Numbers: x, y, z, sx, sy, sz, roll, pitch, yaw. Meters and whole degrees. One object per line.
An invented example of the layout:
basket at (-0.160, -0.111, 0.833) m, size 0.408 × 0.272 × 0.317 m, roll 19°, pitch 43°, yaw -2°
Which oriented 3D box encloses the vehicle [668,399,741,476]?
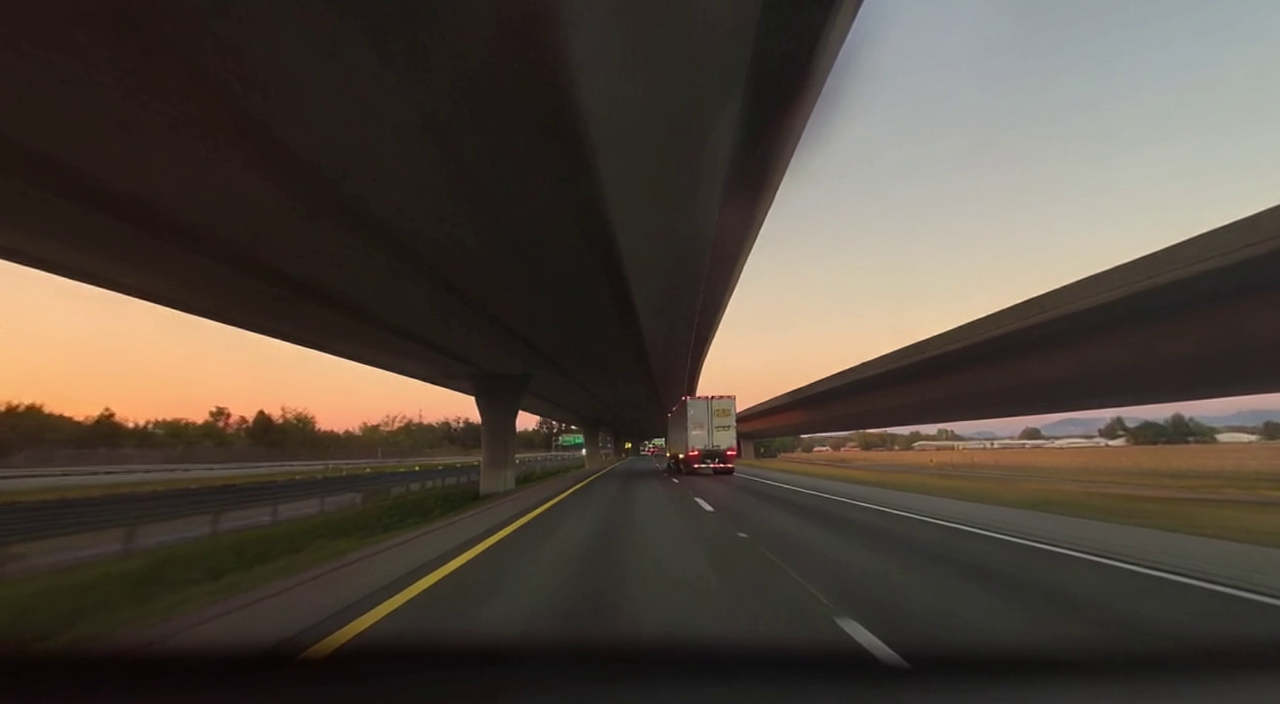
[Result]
vehicle at (3.749, 5.503, 39.885) m, size 3.175 × 4.103 × 11.612 m, roll 0°, pitch -9°, yaw -1°
